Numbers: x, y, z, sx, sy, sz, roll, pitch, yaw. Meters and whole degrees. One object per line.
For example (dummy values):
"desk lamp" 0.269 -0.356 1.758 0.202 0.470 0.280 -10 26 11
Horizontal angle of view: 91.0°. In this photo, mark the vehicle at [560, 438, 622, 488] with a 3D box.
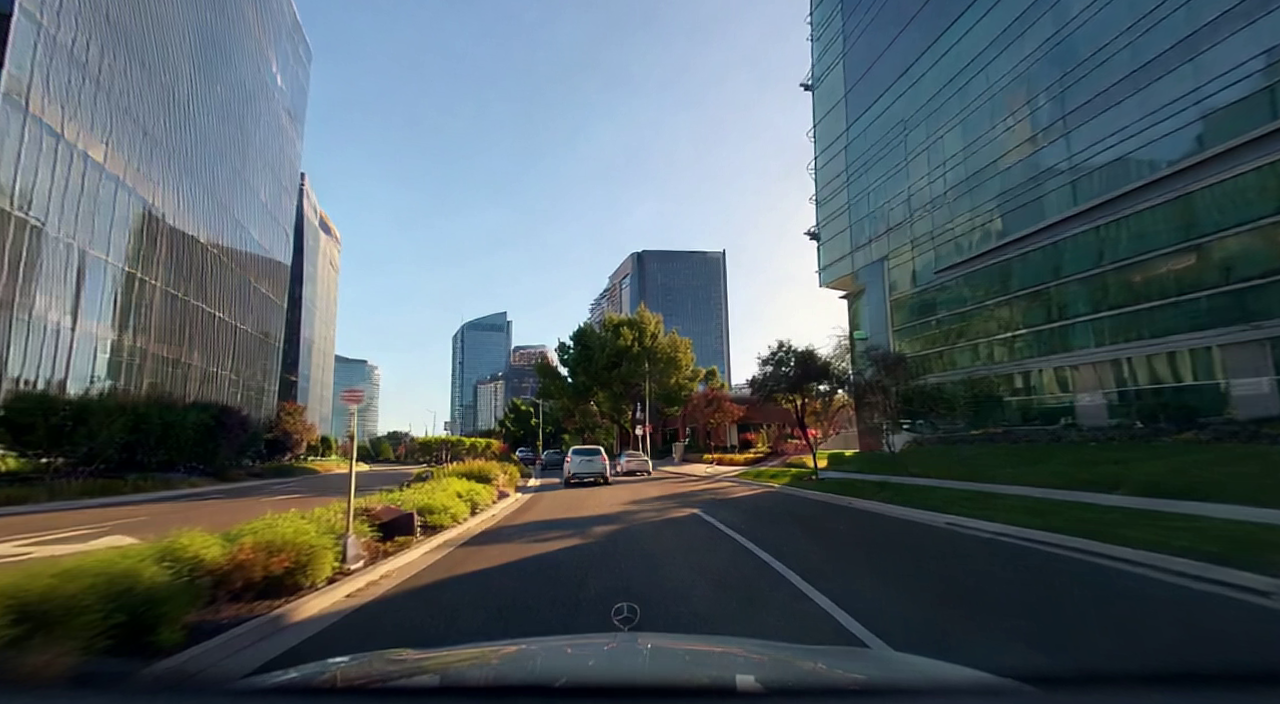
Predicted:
"vehicle" -1.995 4.320 24.831 2.173 1.761 4.374 1 -9 -6

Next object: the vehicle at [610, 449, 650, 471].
"vehicle" -0.803 7.852 45.863 2.116 1.506 4.355 2 -9 -12
